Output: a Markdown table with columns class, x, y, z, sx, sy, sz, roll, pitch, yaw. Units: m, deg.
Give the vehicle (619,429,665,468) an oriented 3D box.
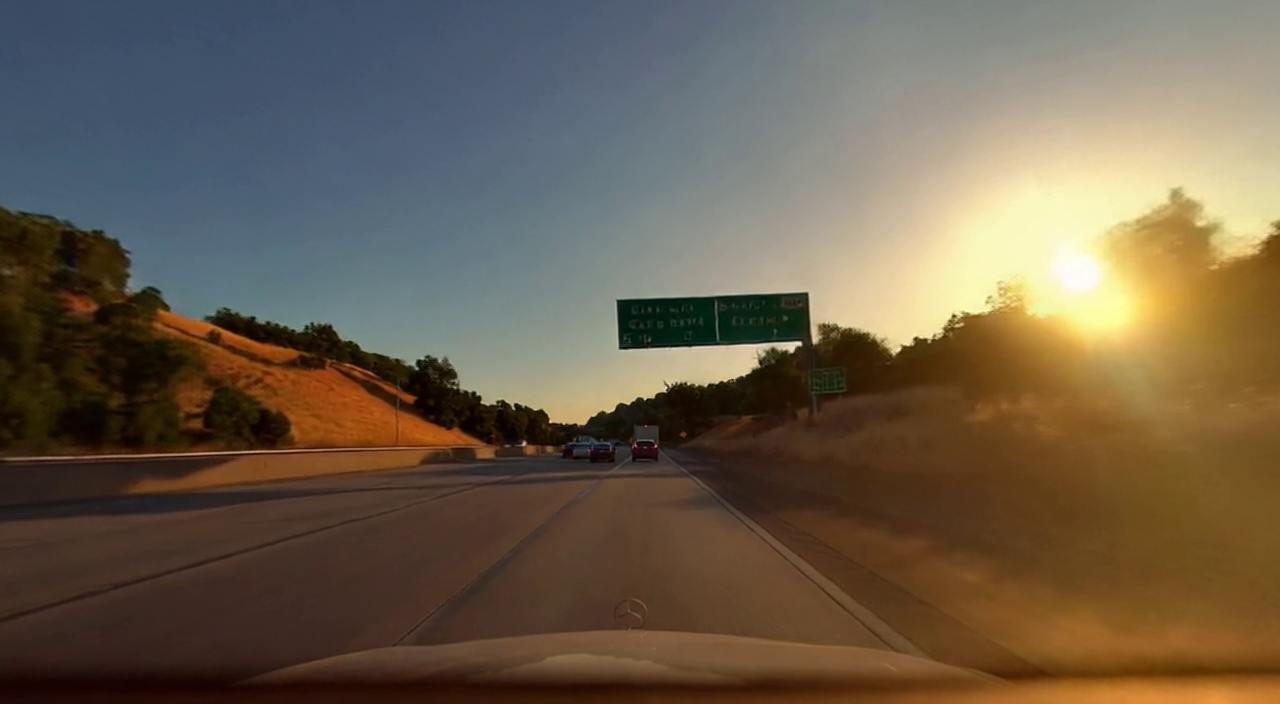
| class | x | y | z | sx | sy | sz | roll | pitch | yaw |
| --- | --- | --- | --- | --- | --- | --- | --- | --- | --- |
| vehicle | 0.133 | 5.221 | 34.145 | 2.309 | 1.915 | 5.130 | -1 | -8 | 1 |
